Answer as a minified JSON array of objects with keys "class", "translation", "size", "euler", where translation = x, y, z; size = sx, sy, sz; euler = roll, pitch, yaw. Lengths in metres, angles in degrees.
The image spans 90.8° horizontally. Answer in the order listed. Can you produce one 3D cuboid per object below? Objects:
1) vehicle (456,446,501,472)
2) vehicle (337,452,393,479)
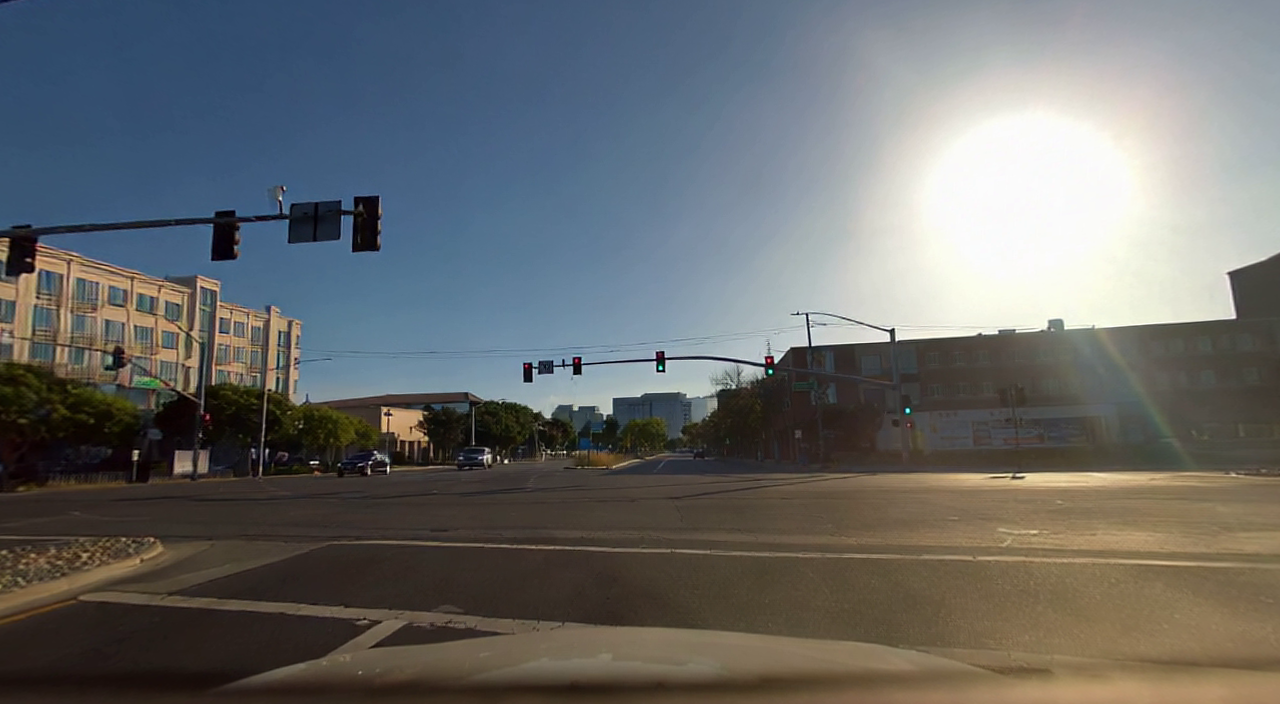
[{"class":"vehicle","translation":[-12.163,8.056,47.969],"size":[2.151,1.847,4.634],"euler":[0,-9,0]},{"class":"vehicle","translation":[-18.839,7.767,43.483],"size":[1.933,1.664,4.255],"euler":[0,-9,1]}]
